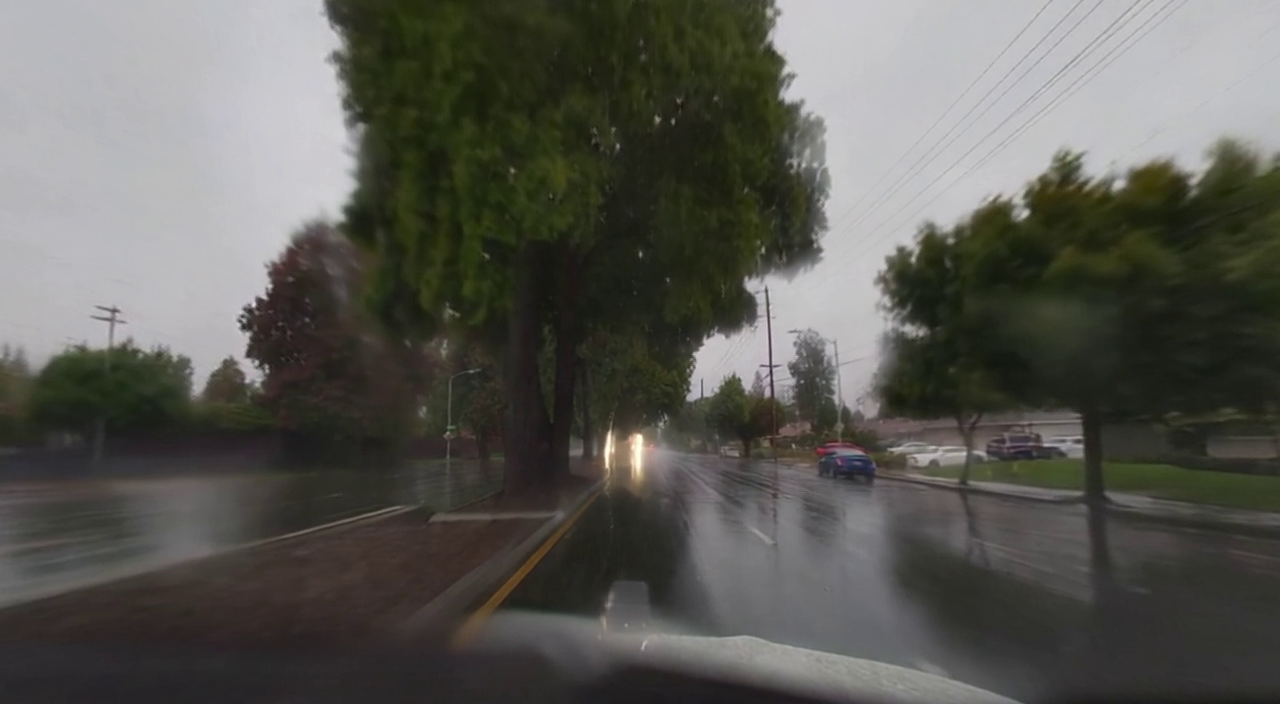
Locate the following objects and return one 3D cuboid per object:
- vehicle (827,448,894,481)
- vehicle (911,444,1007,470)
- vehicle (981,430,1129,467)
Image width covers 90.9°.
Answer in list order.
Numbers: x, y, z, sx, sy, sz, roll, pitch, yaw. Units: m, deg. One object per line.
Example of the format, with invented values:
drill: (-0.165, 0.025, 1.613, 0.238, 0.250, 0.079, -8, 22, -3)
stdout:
vehicle: (11.710, 5.950, 33.771, 1.929, 1.489, 4.777, 4, -8, 1)
vehicle: (19.958, 6.578, 39.591, 4.897, 1.608, 2.005, 0, -8, 1)
vehicle: (22.919, 5.385, 35.101, 6.075, 1.933, 3.018, 0, -8, 1)
